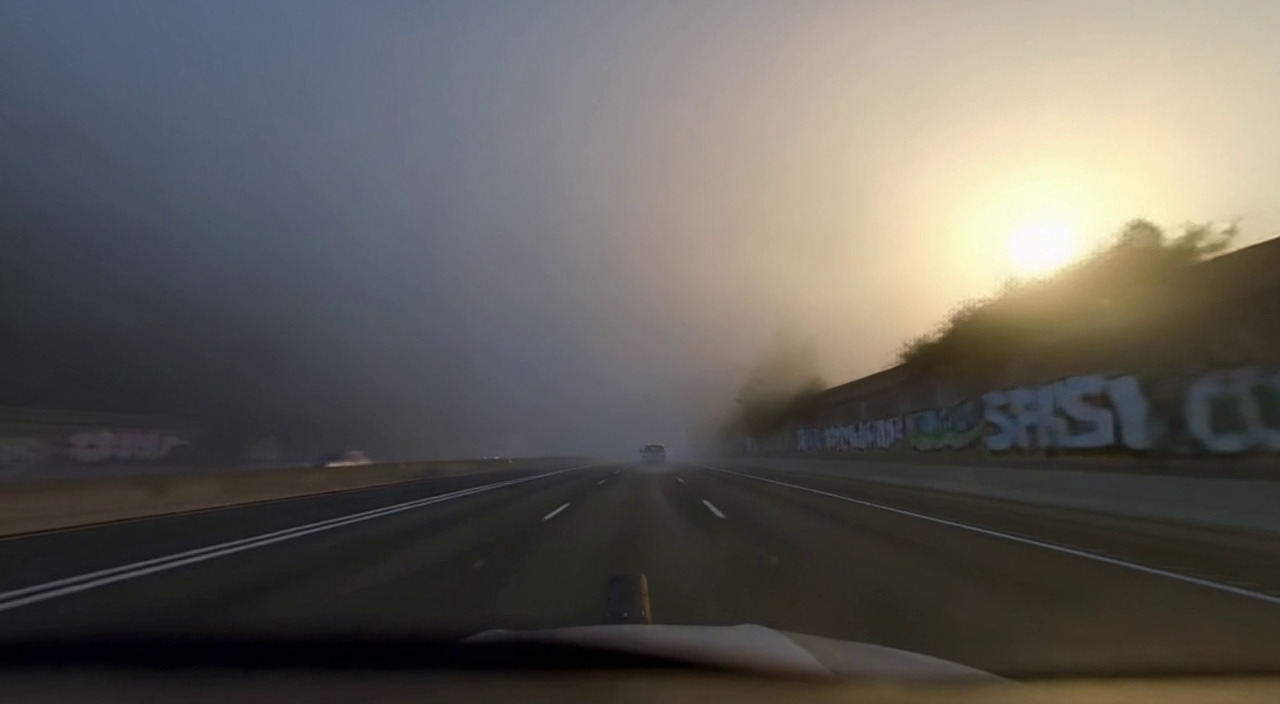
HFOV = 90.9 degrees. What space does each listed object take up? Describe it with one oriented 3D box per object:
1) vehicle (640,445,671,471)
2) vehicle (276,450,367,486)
[{"bbox_3d":[1.199,8.334,49.630,2.279,1.934,4.268,0,-9,0],"label":"vehicle"},{"bbox_3d":[-15.670,5.715,31.299,2.025,1.631,4.535,0,-9,1],"label":"vehicle"}]
